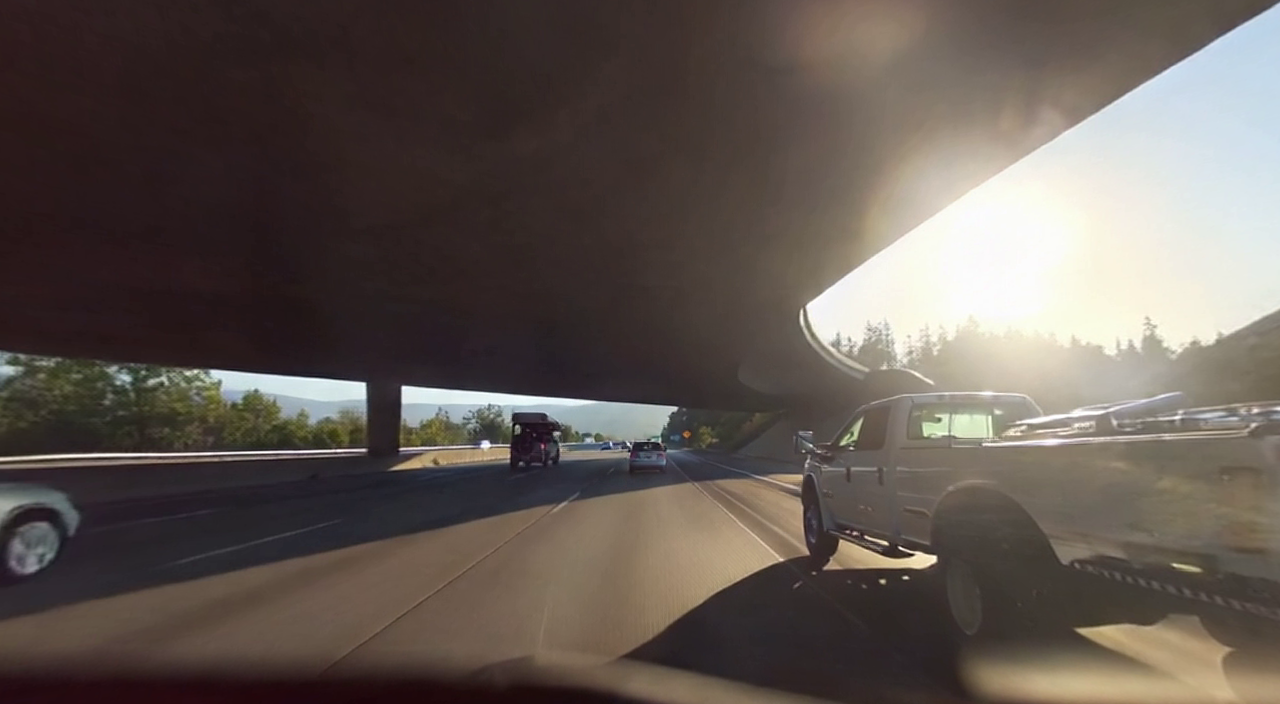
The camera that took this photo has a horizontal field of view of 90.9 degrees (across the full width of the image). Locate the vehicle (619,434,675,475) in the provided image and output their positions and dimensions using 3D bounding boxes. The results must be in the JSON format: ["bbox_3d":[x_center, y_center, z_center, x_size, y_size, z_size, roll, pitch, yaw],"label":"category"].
[{"bbox_3d":[0.313,4.630,28.697,2.336,1.722,4.212,0,-8,1],"label":"vehicle"}]

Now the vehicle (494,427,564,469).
[{"bbox_3d":[-6.500,5.779,38.102,2.827,2.236,7.057,0,-8,1],"label":"vehicle"}]
